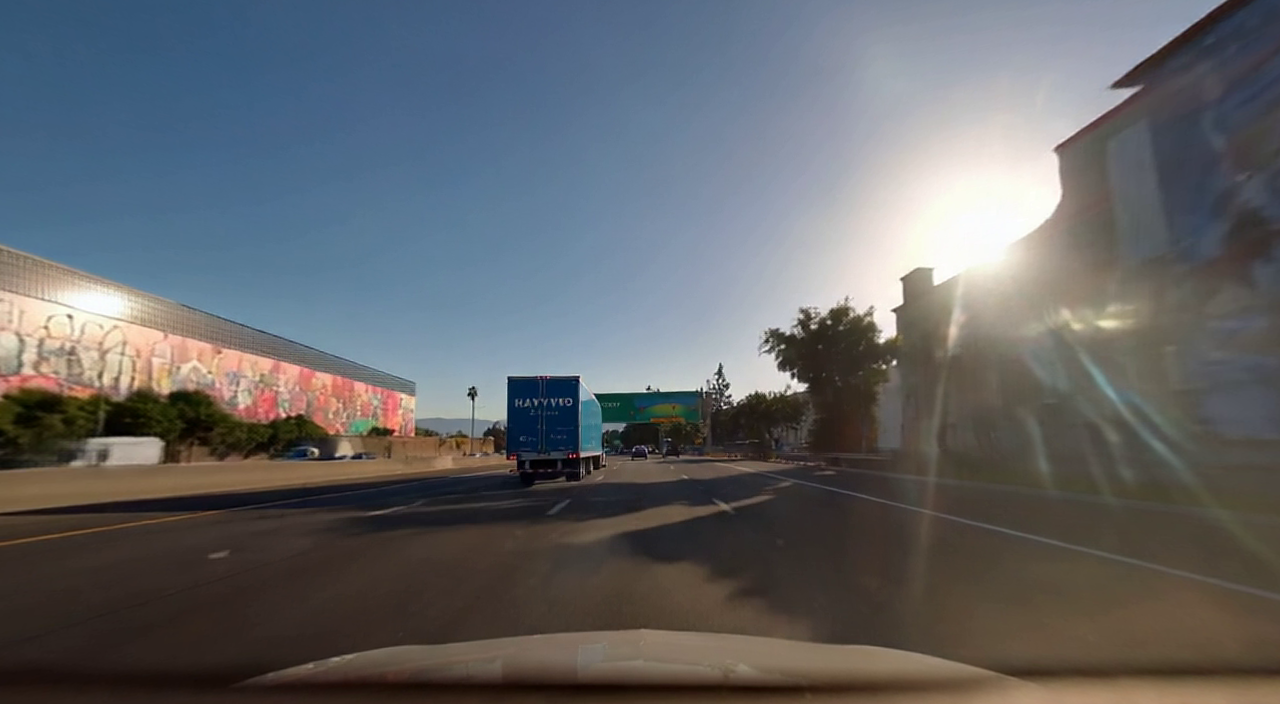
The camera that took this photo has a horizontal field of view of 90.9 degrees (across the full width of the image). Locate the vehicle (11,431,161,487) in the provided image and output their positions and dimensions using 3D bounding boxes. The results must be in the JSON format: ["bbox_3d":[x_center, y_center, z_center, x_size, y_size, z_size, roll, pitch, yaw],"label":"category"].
[{"bbox_3d":[-28.411,5.468,32.744,2.426,2.602,5.759,0,-8,1],"label":"vehicle"}]

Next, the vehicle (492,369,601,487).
[{"bbox_3d":[-3.512,3.164,26.376,2.977,4.048,8.890,0,-7,1],"label":"vehicle"}]
